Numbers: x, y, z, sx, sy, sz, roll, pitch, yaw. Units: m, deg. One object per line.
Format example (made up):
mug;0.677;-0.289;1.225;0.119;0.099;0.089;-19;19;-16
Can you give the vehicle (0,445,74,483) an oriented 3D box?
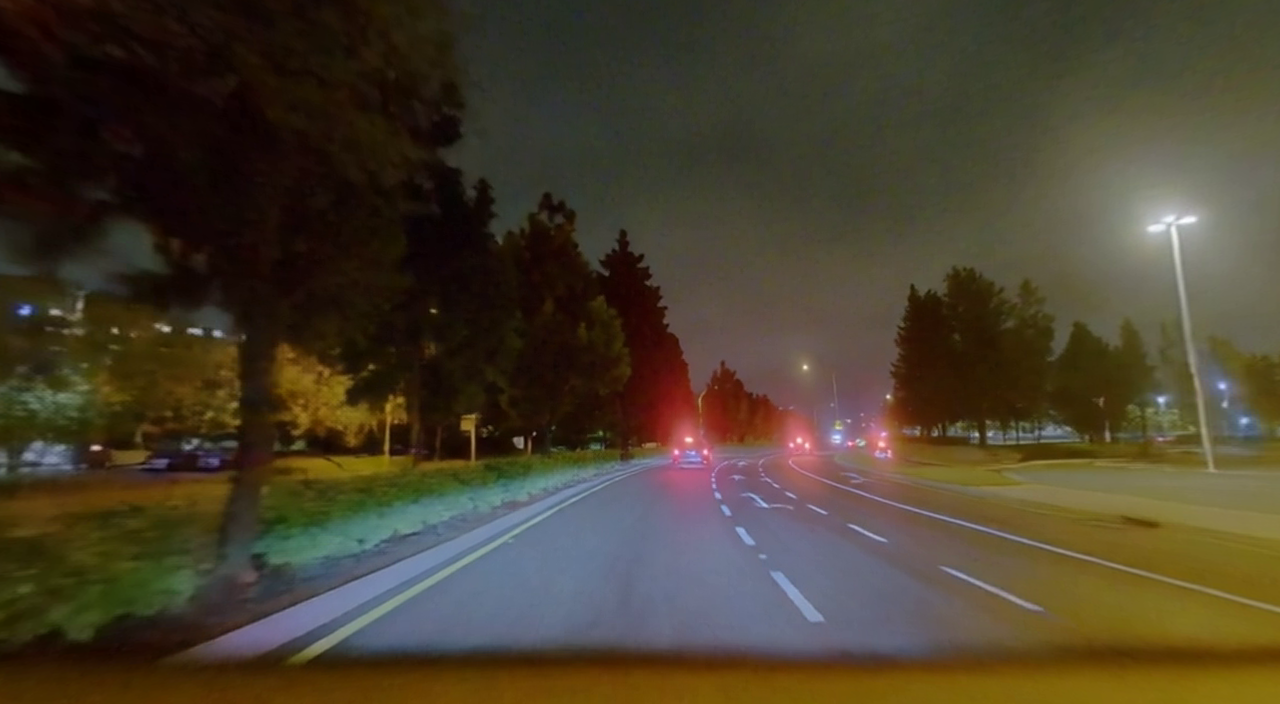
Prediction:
vehicle;-32.596;5.935;33.602;2.123;1.834;4.749;5;-10;-28

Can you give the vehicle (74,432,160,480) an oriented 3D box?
vehicle;-30.361;5.950;36.673;2.346;2.341;5.455;1;-6;-23

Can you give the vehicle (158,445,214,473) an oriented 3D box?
vehicle;-27.708;6.532;38.458;1.916;1.563;3.941;4;-10;-24

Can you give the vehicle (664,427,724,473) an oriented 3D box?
vehicle;2.647;4.572;29.298;2.371;1.926;5.615;-1;-9;9

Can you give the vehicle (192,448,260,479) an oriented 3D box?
vehicle;-22.815;6.112;34.780;2.058;1.580;4.134;3;-9;-18

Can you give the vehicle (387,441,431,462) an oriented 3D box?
vehicle;-17.325;7.506;47.208;1.829;1.501;4.149;0;-9;-2
